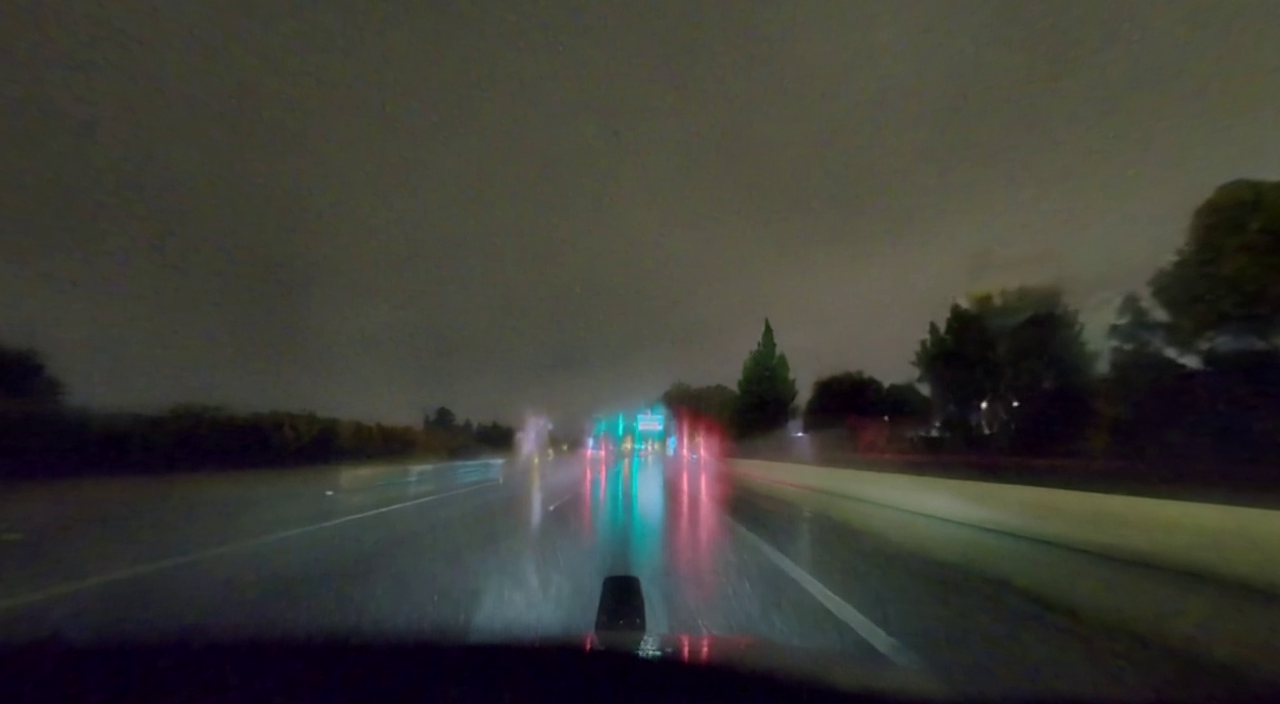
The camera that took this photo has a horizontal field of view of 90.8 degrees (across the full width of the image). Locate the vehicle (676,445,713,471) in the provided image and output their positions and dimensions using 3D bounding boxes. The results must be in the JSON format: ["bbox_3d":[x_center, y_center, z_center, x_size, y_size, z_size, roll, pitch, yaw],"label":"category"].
[{"bbox_3d":[3.754,7.411,44.265,2.133,1.746,4.511,0,-9,-1],"label":"vehicle"}]
